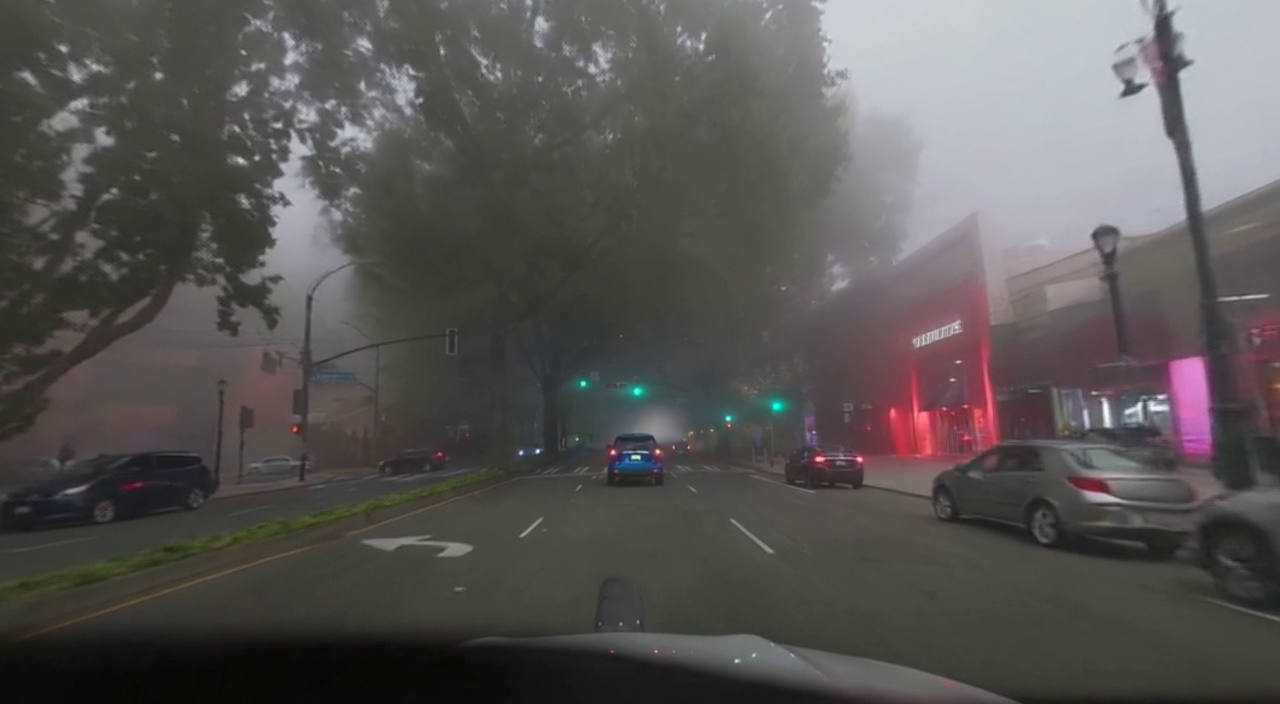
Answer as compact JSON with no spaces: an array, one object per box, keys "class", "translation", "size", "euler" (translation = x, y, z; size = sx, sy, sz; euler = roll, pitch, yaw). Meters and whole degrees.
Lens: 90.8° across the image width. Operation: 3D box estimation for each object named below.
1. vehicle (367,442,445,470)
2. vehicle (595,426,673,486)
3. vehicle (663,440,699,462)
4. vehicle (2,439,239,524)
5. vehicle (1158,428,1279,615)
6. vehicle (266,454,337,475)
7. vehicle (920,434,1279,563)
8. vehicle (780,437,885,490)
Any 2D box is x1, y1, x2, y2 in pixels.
[{"class":"vehicle","translation":[-15.537,6.934,42.055],"size":[4.427,1.757,2.125],"euler":[-3,-9,18]},{"class":"vehicle","translation":[-0.220,3.516,21.524],"size":[2.382,1.796,4.610],"euler":[0,-9,-1]},{"class":"vehicle","translation":[2.826,6.978,44.674],"size":[2.209,1.478,4.138],"euler":[0,-9,-1]},{"class":"vehicle","translation":[-14.058,3.487,17.711],"size":[2.197,1.985,5.183],"euler":[0,-9,0]},{"class":"vehicle","translation":[6.153,1.174,3.833],"size":[2.048,1.484,4.709],"euler":[0,-9,1]},{"class":"vehicle","translation":[-26.000,8.605,48.600],"size":[4.317,1.524,1.809],"euler":[0,-9,-1]},{"class":"vehicle","translation":[6.217,1.991,9.412],"size":[1.964,1.429,4.515],"euler":[0,-9,-1]},{"class":"vehicle","translation":[6.086,3.580,20.586],"size":[1.986,1.515,4.265],"euler":[0,-9,-1]}]
